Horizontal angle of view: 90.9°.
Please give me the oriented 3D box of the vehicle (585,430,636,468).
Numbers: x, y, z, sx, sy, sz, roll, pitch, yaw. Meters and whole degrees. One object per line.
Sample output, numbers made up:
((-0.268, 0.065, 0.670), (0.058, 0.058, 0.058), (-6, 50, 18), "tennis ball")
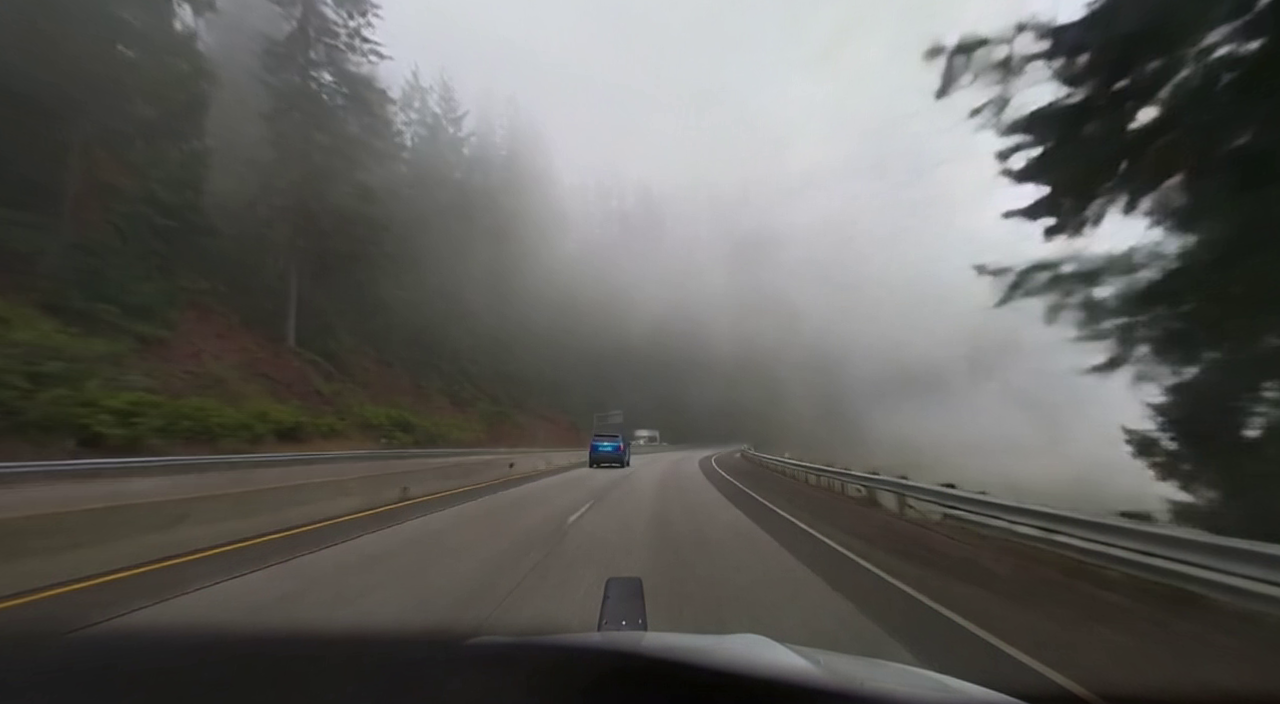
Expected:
((-1.400, 4.924, 32.218), (2.005, 1.752, 4.479), (-1, -8, 5), "vehicle")
